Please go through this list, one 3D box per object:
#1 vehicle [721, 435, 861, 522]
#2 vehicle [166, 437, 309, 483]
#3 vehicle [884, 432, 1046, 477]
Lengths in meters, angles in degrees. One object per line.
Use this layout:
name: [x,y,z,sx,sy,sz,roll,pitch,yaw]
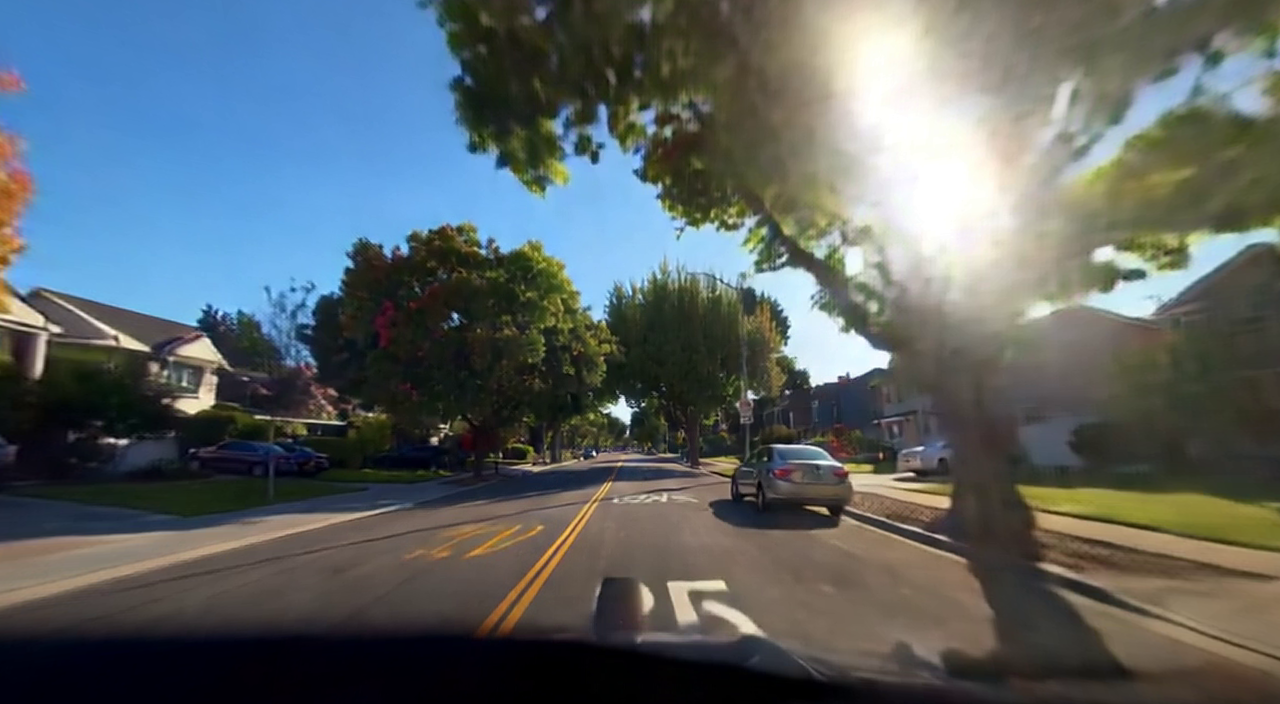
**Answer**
vehicle: [3.152,2.725,14.279,1.988,1.618,4.567,0,-8,-1]
vehicle: [-16.147,4.336,25.551,4.331,1.738,2.067,0,-9,1]
vehicle: [11.282,3.583,22.220,4.472,1.481,2.143,0,-8,0]
